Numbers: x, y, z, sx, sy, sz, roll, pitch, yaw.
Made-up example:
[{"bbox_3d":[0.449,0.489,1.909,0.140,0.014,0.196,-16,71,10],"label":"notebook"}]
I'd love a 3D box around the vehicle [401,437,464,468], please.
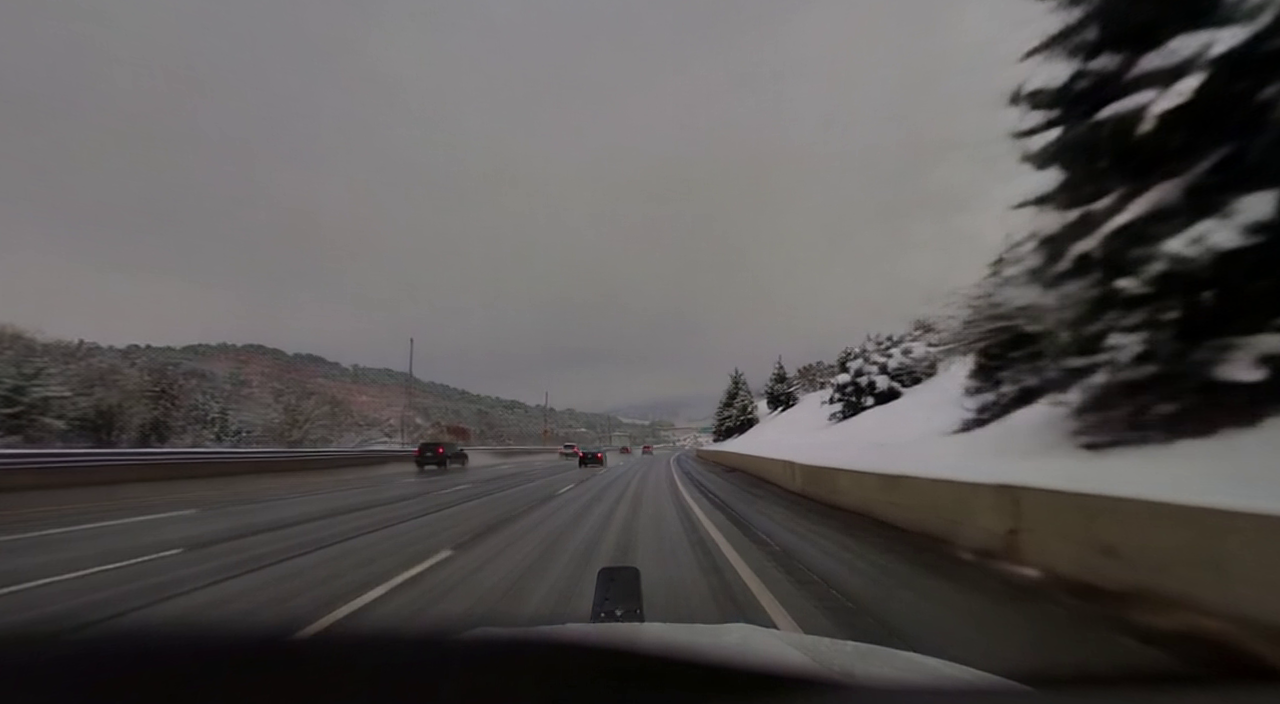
[{"bbox_3d":[-12.681,6.173,38.987,2.076,1.766,4.831,0,-8,2],"label":"vehicle"}]

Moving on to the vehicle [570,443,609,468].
[{"bbox_3d":[-3.068,6.444,39.446,1.931,1.492,4.076,0,-8,2],"label":"vehicle"}]
